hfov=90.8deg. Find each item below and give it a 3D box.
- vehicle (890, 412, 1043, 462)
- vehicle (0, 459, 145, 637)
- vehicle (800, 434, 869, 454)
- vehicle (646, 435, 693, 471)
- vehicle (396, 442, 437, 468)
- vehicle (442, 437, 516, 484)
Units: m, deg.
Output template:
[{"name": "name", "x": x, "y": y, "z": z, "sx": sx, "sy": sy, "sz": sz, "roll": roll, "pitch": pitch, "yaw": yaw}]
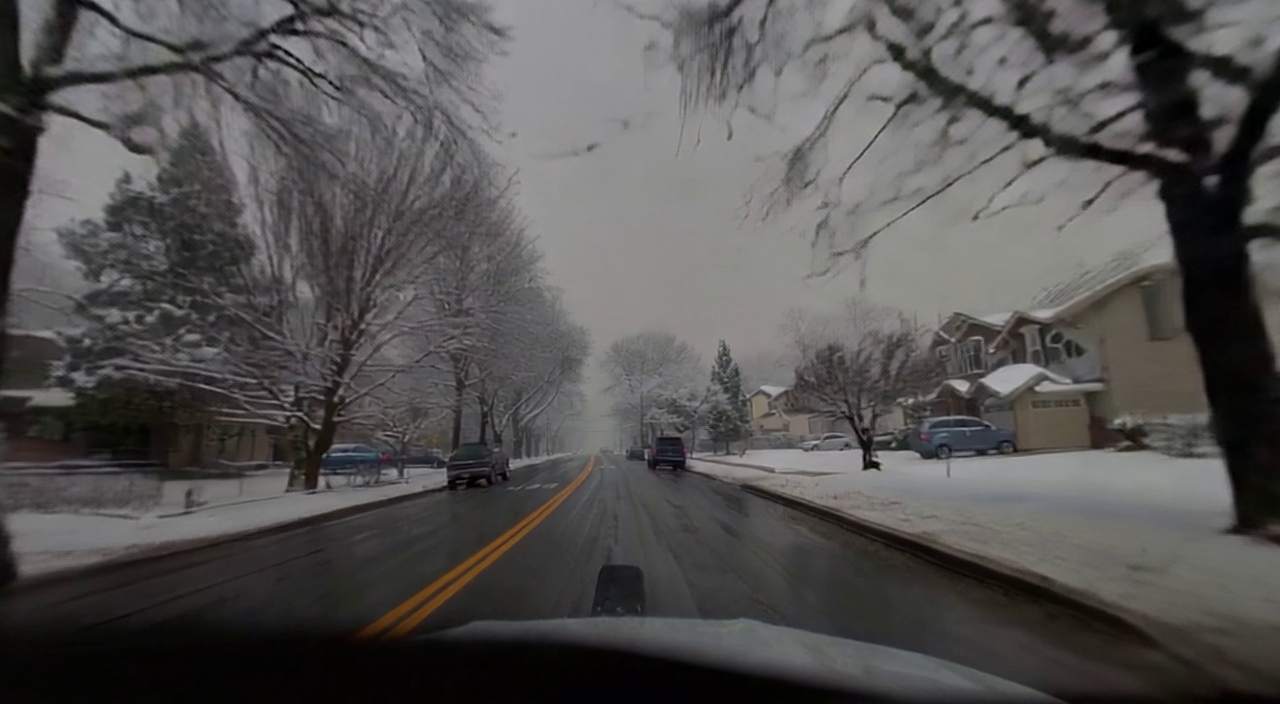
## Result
[{"name": "vehicle", "x": 12.991, "y": 3.438, "z": 25.399, "sx": 4.938, "sy": 1.830, "sz": 2.024, "roll": -1, "pitch": -9, "yaw": 0}, {"name": "vehicle", "x": -6.144, "y": 1.387, "z": 3.761, "sx": 2.004, "sy": 1.400, "sz": 5.505, "roll": -2, "pitch": -10, "yaw": 0}, {"name": "vehicle", "x": 14.636, "y": 6.915, "z": 47.659, "sx": 4.560, "sy": 1.350, "sz": 1.882, "roll": -2, "pitch": -8, "yaw": 0}, {"name": "vehicle", "x": 1.466, "y": 5.322, "z": 33.493, "sx": 2.007, "sy": 1.702, "sz": 4.430, "roll": -1, "pitch": -8, "yaw": -3}, {"name": "vehicle", "x": -17.414, "y": 8.034, "z": 49.418, "sx": 1.933, "sy": 1.837, "sz": 4.670, "roll": -1, "pitch": -8, "yaw": -5}, {"name": "vehicle", "x": -6.990, "y": 4.827, "z": 28.151, "sx": 2.102, "sy": 1.801, "sz": 5.574, "roll": -1, "pitch": -10, "yaw": -3}]
